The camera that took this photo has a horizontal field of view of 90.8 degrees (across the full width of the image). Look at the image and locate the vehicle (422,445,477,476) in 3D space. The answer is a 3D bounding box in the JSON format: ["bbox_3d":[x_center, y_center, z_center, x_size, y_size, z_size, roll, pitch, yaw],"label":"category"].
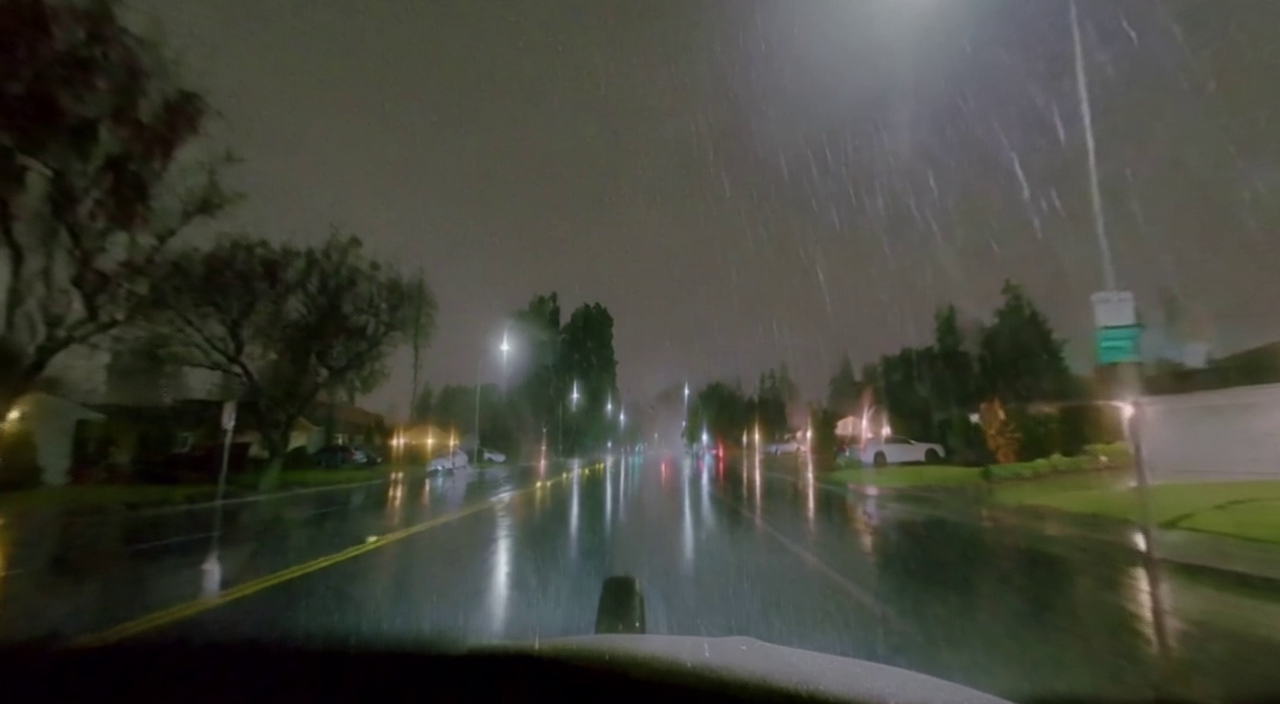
[{"bbox_3d":[-11.331,6.508,37.883,2.020,1.691,4.308,-2,-10,-2],"label":"vehicle"}]

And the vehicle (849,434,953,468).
[{"bbox_3d":[14.169,5.423,34.527,4.775,1.524,1.983,-4,-9,3],"label":"vehicle"}]

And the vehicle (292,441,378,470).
[{"bbox_3d":[-21.070,7.163,43.782,4.830,1.857,2.183,-1,-9,2],"label":"vehicle"}]
